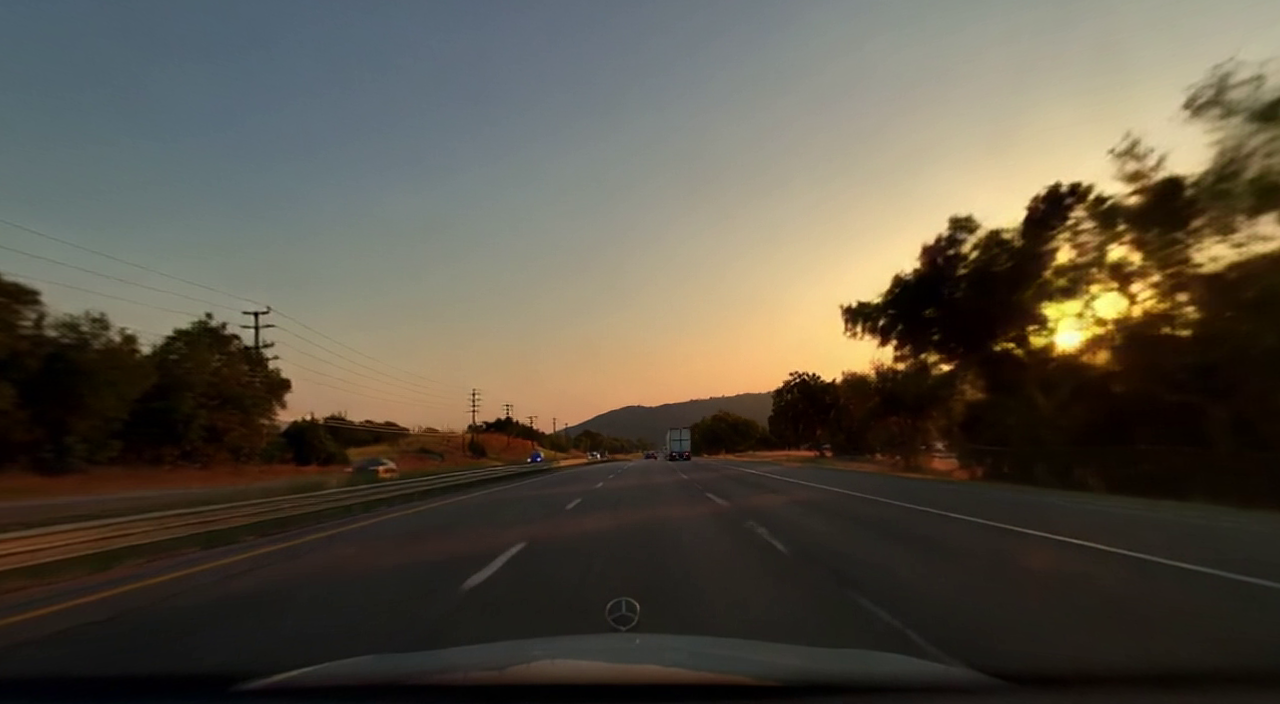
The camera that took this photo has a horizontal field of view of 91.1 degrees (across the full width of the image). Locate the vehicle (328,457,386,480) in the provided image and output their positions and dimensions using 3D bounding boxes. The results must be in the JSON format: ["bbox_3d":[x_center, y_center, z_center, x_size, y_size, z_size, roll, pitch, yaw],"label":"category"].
[{"bbox_3d":[-19.570,8.067,43.754,1.840,1.460,4.763,0,-9,0],"label":"vehicle"}]
